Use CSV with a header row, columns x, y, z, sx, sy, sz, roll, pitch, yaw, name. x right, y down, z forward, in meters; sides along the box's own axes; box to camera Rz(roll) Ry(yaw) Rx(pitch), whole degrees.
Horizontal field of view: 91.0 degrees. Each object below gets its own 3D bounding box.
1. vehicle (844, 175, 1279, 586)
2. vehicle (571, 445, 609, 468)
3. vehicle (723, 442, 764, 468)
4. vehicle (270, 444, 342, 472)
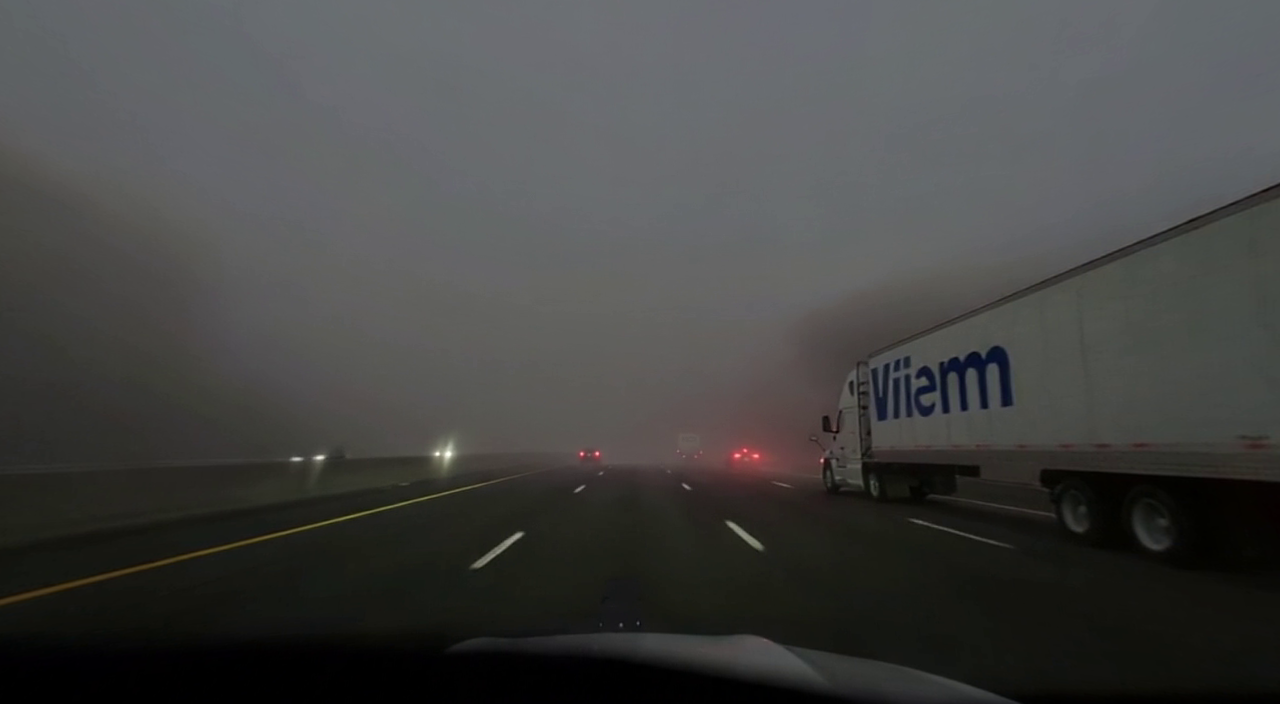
x,y,z,sx,sy,sz,roll,pitch,yaw,name
8.005,1.198,12.350,2.912,4.143,15.538,0,-9,0,vehicle
-3.399,7.273,44.019,2.164,1.507,4.748,0,-9,1,vehicle
7.148,7.173,43.965,2.188,1.727,4.381,0,-9,1,vehicle
-21.452,6.790,40.617,1.901,1.694,4.592,0,-9,3,vehicle
